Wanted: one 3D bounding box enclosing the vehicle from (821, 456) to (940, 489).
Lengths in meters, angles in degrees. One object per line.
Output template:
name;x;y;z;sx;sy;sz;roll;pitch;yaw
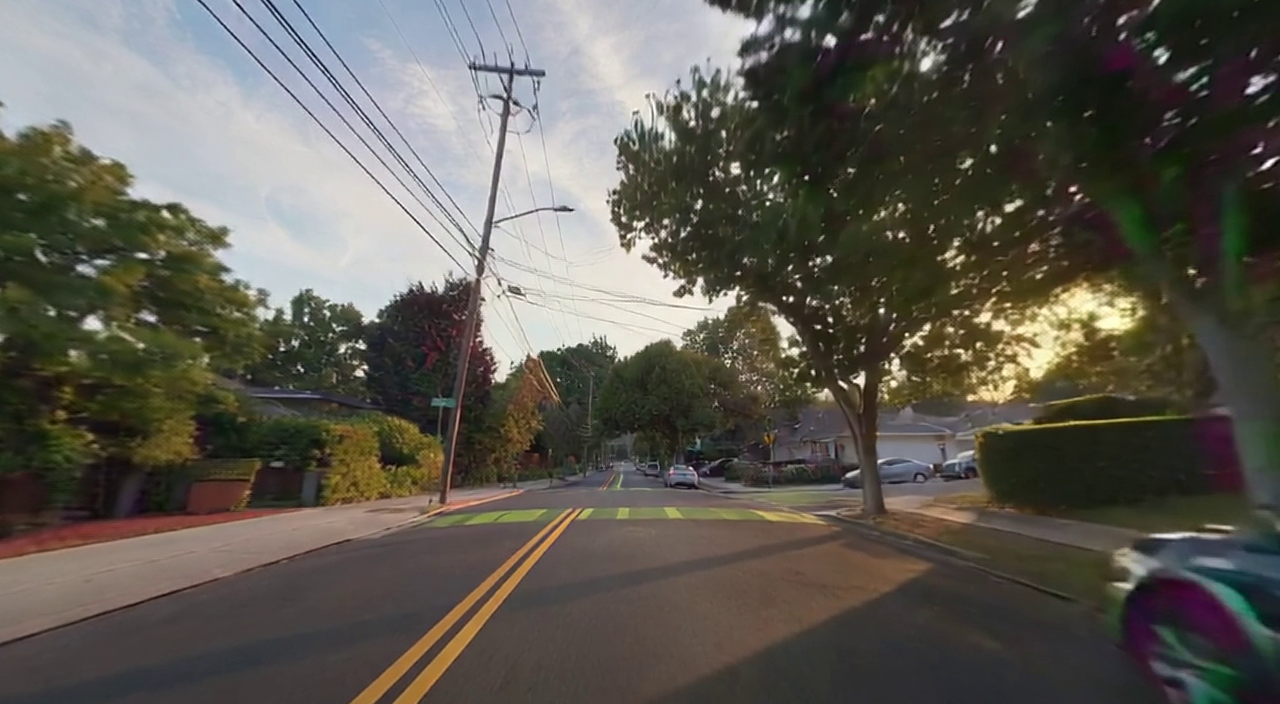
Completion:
vehicle;11.375;5.746;30.108;4.809;1.494;1.940;1;-12;-4

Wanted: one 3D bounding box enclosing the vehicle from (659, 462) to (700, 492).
vehicle;2.310;7.503;38.298;1.989;1.545;5.423;1;-9;-2

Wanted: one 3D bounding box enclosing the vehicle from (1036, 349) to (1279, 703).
vehicle;3.437;0.721;1.334;2.097;1.742;4.789;0;-9;0
